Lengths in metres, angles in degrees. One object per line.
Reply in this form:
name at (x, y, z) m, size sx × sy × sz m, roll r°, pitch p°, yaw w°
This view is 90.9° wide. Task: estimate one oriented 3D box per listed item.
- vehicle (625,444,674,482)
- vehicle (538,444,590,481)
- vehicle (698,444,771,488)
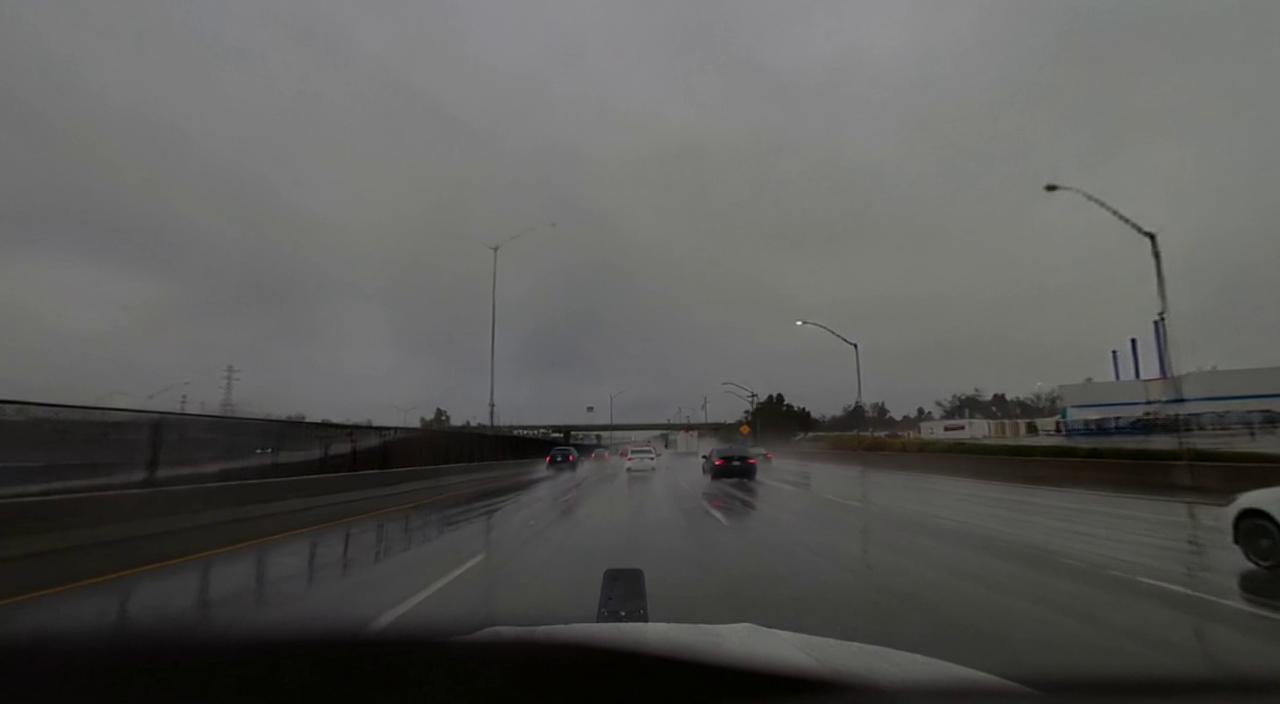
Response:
vehicle at (0.416, 5.047, 29.078) m, size 2.067 × 1.555 × 4.851 m, roll 0°, pitch -8°, yaw 0°
vehicle at (-3.699, 5.405, 31.272) m, size 2.036 × 1.669 × 4.112 m, roll 0°, pitch -8°, yaw 1°
vehicle at (3.366, 4.121, 23.243) m, size 1.942 × 1.453 × 4.329 m, roll 0°, pitch -8°, yaw -1°
